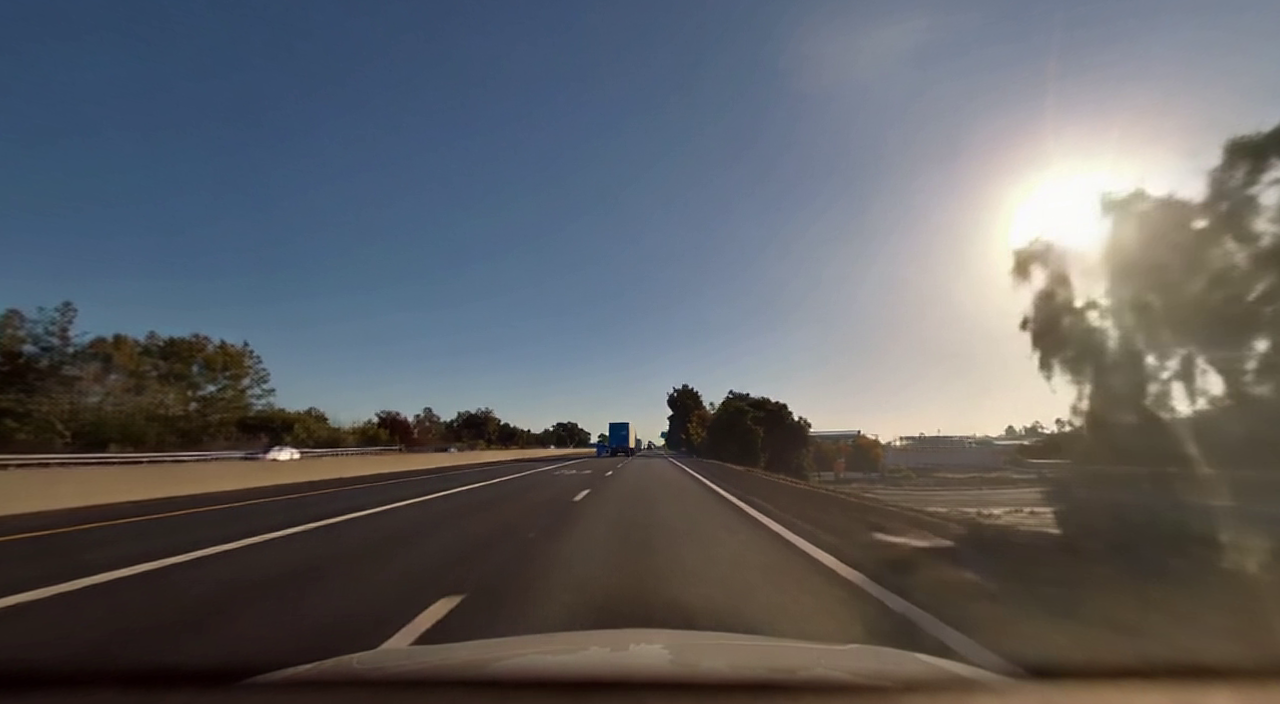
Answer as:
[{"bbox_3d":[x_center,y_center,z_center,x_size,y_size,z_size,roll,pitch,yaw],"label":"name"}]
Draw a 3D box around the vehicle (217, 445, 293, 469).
[{"bbox_3d":[-26.071,7.092,42.904,1.866,1.493,5.057,0,-8,1],"label":"vehicle"}]
